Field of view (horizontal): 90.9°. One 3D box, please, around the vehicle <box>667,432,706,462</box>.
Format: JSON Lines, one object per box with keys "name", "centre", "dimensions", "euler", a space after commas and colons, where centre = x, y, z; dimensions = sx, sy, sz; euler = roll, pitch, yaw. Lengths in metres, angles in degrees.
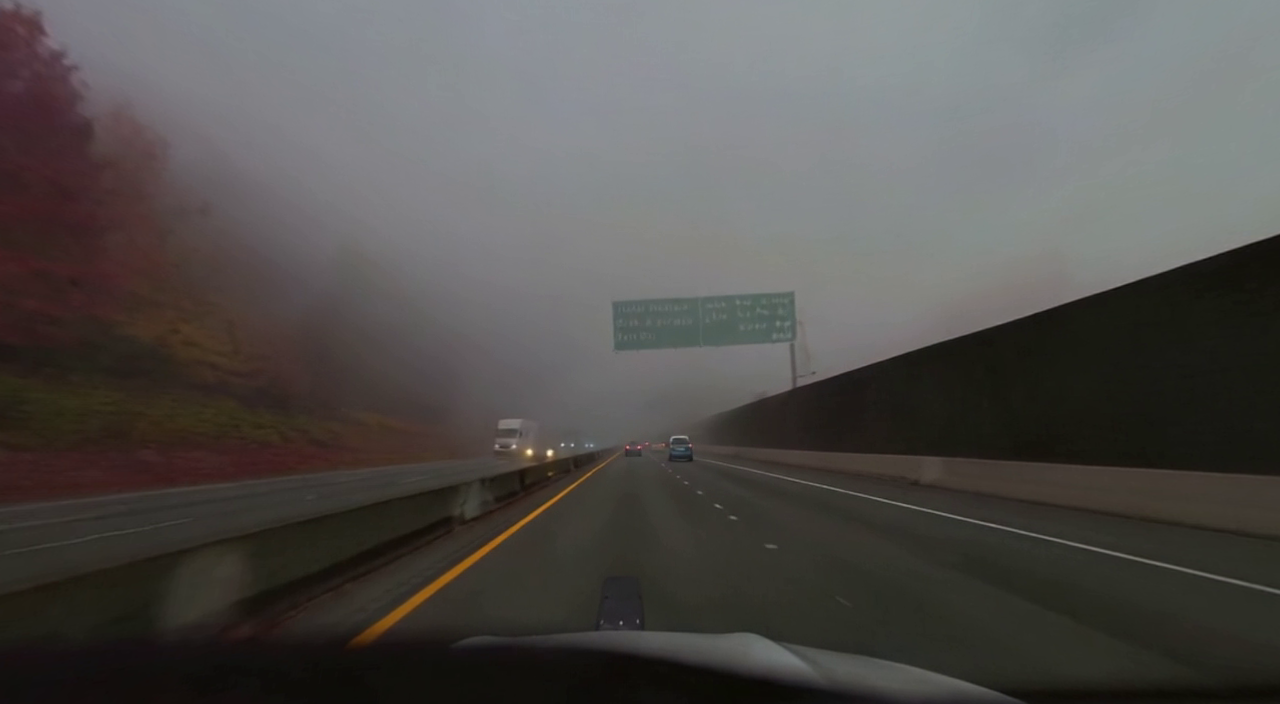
{"name": "vehicle", "centre": [3.370, 7.007, 46.360], "dimensions": [2.393, 2.072, 4.958], "euler": [0, -8, -1]}
